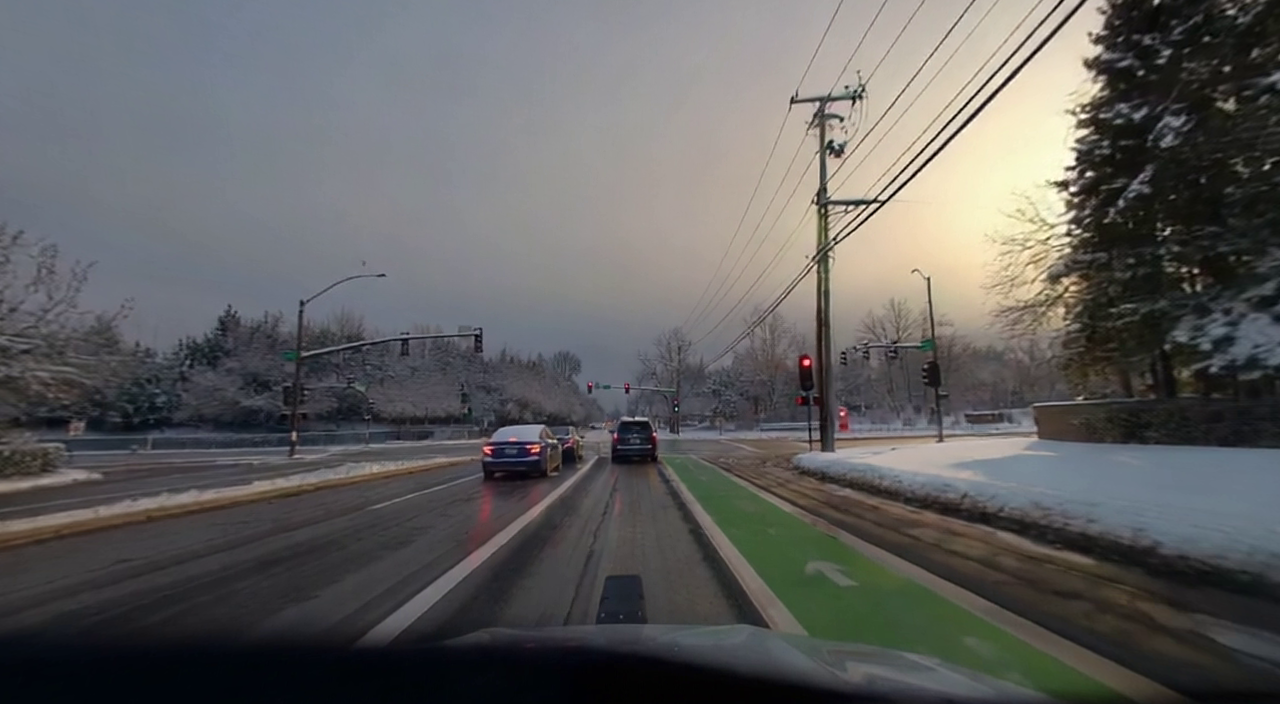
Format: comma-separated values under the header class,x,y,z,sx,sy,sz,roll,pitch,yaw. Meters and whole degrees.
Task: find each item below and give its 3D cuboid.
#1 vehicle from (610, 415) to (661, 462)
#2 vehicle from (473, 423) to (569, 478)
class,x,y,z,sx,sy,sz,roll,pitch,yaw
vehicle,-0.237,3.887,28.279,2.036,1.885,5.196,1,-8,-1
vehicle,-3.623,3.041,20.316,2.138,1.488,5.327,1,-6,-1
